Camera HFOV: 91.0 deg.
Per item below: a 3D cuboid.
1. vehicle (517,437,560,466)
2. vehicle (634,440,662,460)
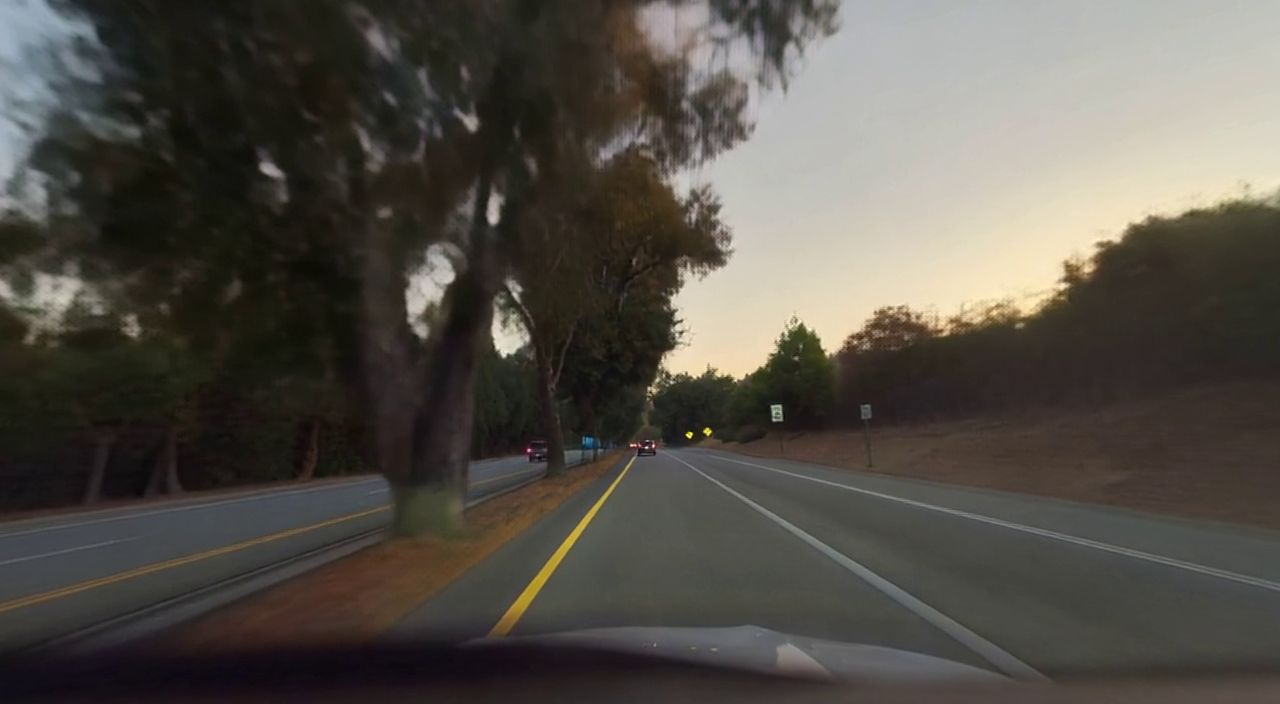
[{"bbox_3d":[-6.925,6.836,43.338,2.068,1.897,4.372,0,-8,2],"label":"vehicle"},{"bbox_3d":[0.578,7.458,48.068,2.061,1.469,3.782,0,-8,1],"label":"vehicle"}]
